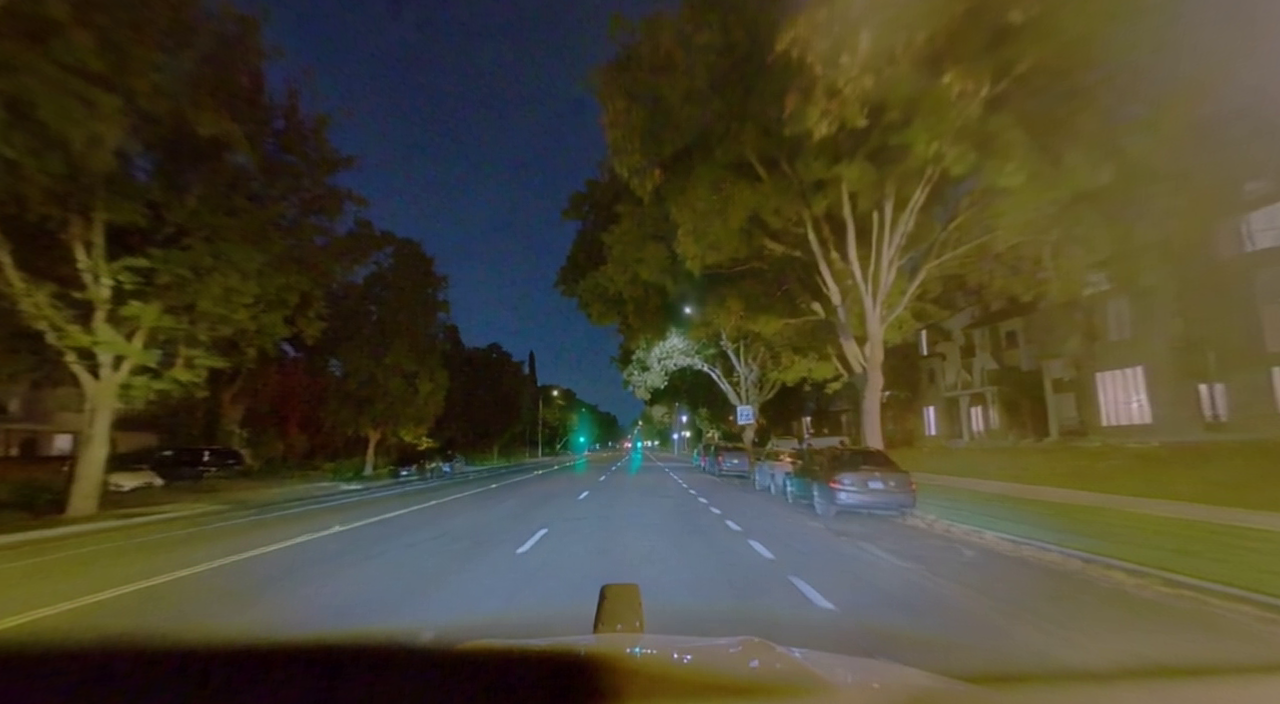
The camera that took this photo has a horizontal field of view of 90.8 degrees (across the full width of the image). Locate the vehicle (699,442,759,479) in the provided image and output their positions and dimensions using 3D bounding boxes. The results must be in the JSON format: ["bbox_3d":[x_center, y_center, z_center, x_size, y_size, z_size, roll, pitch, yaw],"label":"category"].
[{"bbox_3d":[3.947,4.903,28.884,2.002,1.493,4.652,0,-8,-1],"label":"vehicle"}]

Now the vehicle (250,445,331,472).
[{"bbox_3d":[-23.798,7.239,43.159,4.304,1.755,2.047,0,-8,-1],"label":"vehicle"}]

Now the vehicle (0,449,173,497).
[{"bbox_3d":[-19.230,4.150,21.900,4.446,1.534,2.018,-1,-9,2],"label":"vehicle"}]

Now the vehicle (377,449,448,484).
[{"bbox_3d":[-10.971,5.515,30.770,1.895,1.551,4.229,-1,-8,0],"label":"vehicle"}]

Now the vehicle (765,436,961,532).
[{"bbox_3d":[4.090,2.485,12.593,1.997,1.510,4.555,0,-8,-4],"label":"vehicle"}]

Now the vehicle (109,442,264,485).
[{"bbox_3d":[-20.059,4.924,28.144,5.216,1.780,2.045,0,-9,-1],"label":"vehicle"}]
